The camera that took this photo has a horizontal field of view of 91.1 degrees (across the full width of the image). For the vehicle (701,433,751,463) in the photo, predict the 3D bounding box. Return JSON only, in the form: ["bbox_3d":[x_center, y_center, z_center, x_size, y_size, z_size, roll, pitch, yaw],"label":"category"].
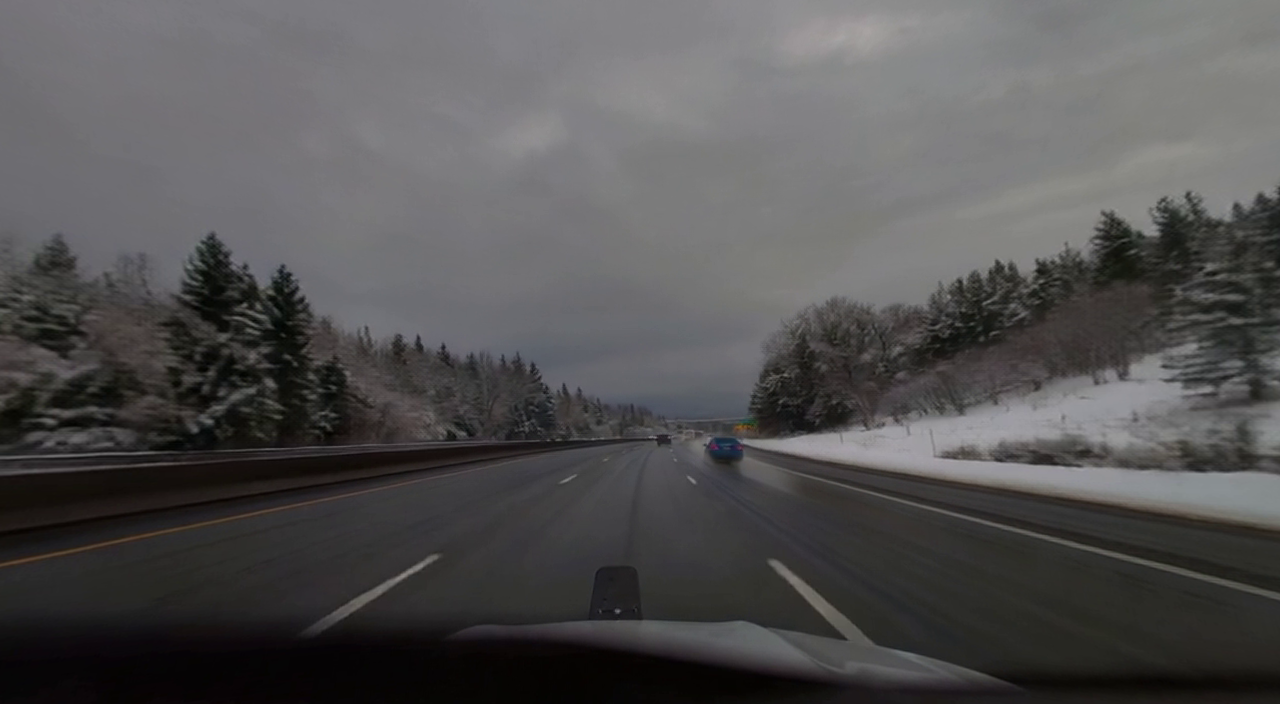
[{"bbox_3d":[4.356,4.948,32.567,1.982,1.452,4.294,0,-8,0],"label":"vehicle"}]
